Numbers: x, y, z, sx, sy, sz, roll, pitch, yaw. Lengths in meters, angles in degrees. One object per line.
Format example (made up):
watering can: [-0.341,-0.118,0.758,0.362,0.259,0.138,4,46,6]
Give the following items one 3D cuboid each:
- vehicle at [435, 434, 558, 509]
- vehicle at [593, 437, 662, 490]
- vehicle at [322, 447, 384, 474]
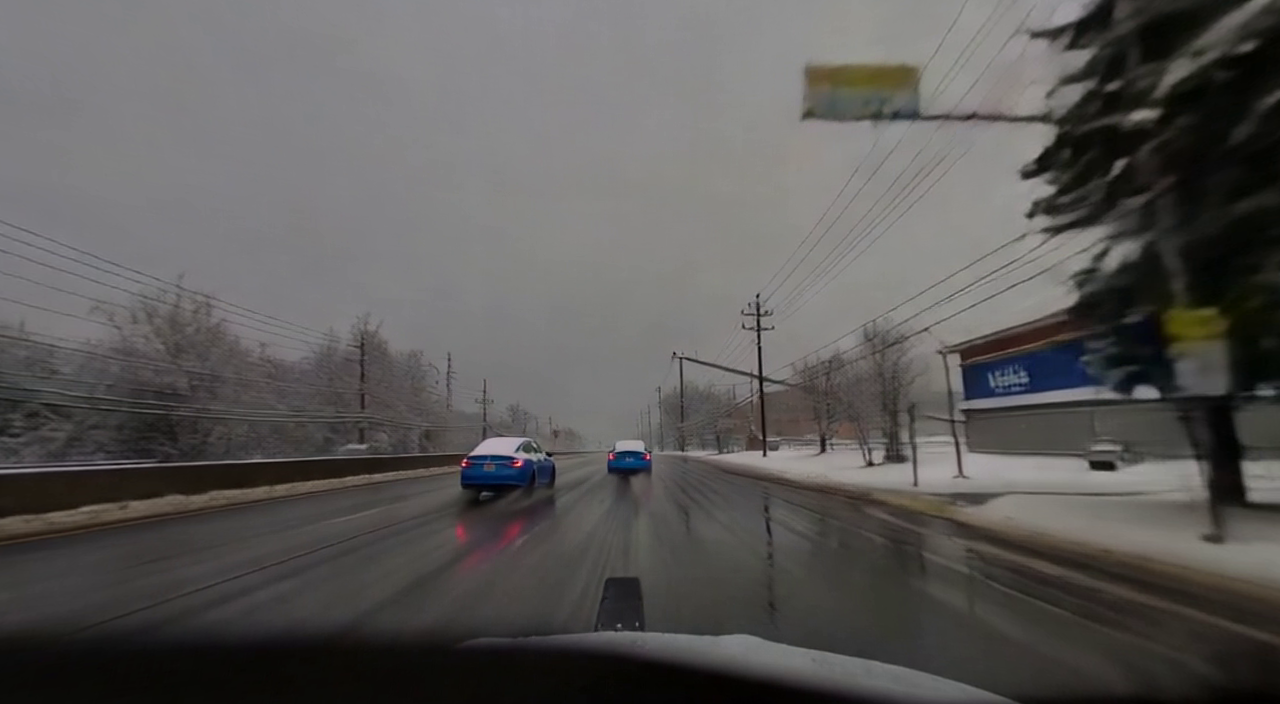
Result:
vehicle: [-3.475,2.987,16.358,1.985,1.607,4.892,0,-8,1]
vehicle: [-0.395,3.809,21.995,2.189,1.652,4.135,0,-8,0]
vehicle: [-19.482,7.387,43.154,2.040,1.696,4.591,0,-8,0]
